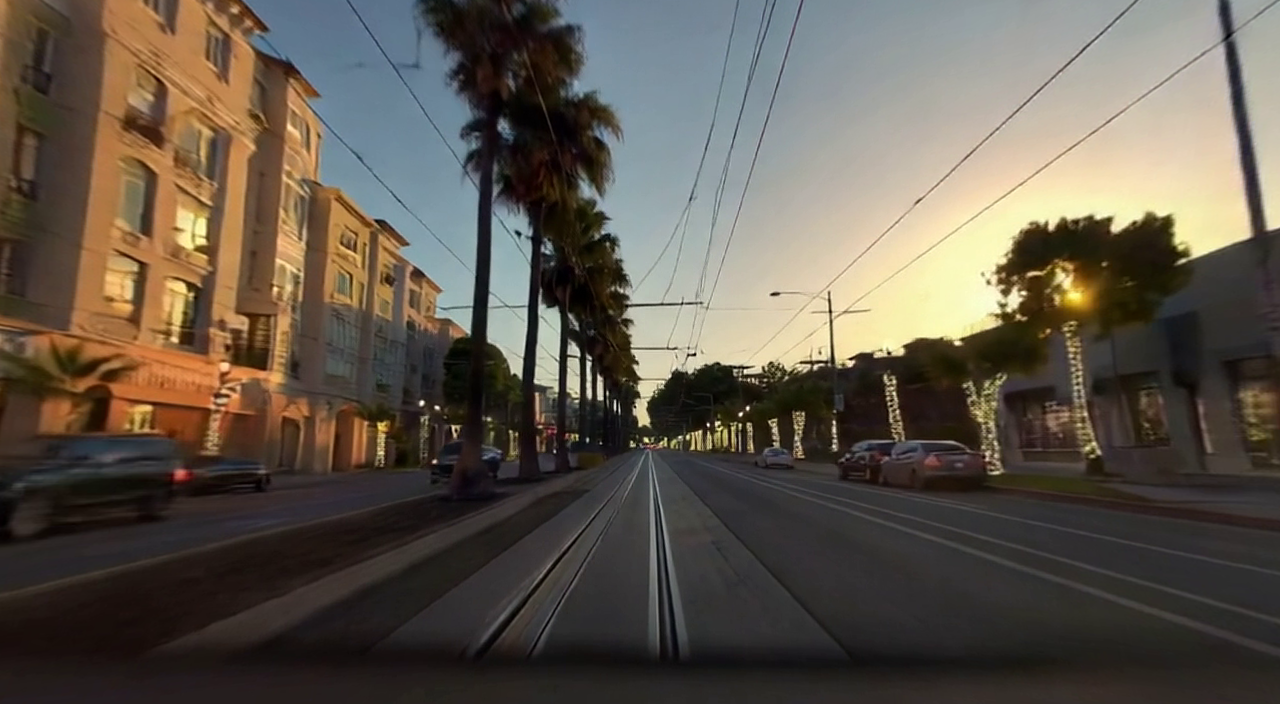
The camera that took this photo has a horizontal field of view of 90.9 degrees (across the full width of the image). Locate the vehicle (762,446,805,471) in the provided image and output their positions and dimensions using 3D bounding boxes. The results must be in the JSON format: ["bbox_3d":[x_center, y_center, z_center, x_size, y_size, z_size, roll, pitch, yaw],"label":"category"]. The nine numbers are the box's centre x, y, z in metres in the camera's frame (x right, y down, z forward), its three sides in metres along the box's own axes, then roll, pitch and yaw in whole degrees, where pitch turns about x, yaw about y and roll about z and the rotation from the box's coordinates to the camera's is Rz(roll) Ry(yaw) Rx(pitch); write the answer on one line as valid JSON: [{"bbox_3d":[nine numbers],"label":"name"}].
[{"bbox_3d":[9.017,6.695,39.877,1.733,1.468,4.326,0,-8,0],"label":"vehicle"}]

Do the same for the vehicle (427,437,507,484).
[{"bbox_3d":[-7.318,4.628,27.129,2.032,1.824,4.557,0,-8,2],"label":"vehicle"}]

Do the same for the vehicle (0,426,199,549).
[{"bbox_3d":[-10.827,2.329,11.337,2.096,1.860,4.953,-1,-8,1],"label":"vehicle"}]

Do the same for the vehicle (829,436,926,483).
[{"bbox_3d":[8.810,4.002,23.792,1.878,1.605,4.242,0,-8,-2],"label":"vehicle"}]

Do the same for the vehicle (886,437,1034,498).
[{"bbox_3d":[8.781,3.163,17.743,1.816,1.488,4.102,0,-8,-3],"label":"vehicle"}]
